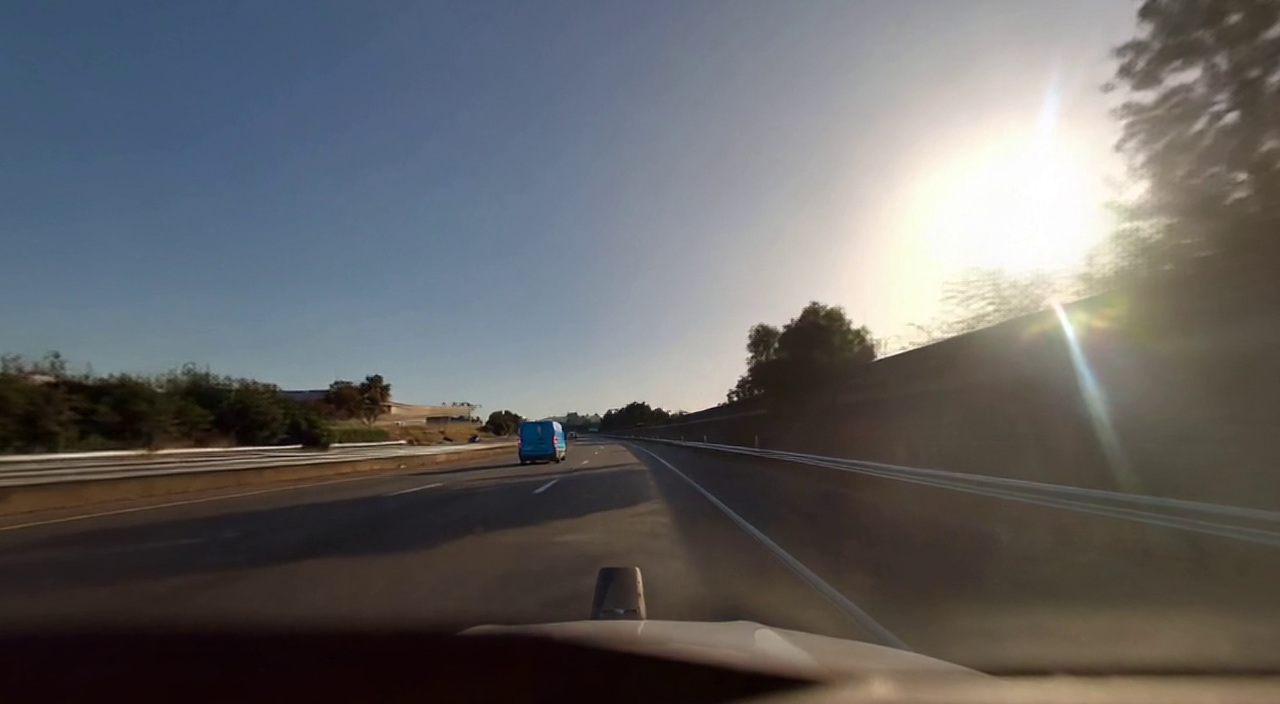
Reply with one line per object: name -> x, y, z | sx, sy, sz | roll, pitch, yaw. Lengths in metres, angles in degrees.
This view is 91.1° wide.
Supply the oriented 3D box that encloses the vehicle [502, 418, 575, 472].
vehicle -> -4.195, 3.949, 26.897 | 2.309, 2.053, 4.884 | 0, -8, 0
